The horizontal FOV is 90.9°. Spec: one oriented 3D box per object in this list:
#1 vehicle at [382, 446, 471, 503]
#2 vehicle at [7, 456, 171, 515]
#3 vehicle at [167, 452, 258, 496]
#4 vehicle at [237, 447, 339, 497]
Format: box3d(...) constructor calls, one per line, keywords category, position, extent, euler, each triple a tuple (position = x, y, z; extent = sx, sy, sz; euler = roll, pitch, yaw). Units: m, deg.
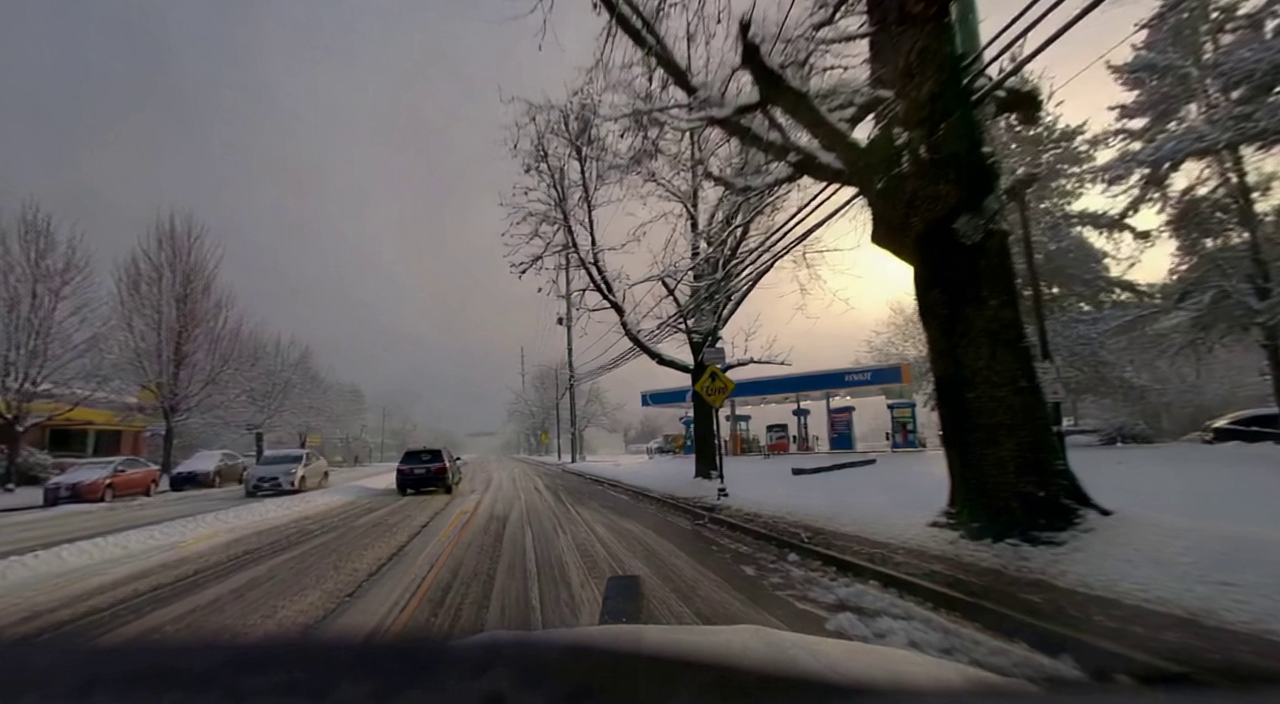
box3d(category="vehicle", position=(-6.385, 3.648, 19.323), extent=(2.073, 1.525, 3.968), euler=(1, -9, -12))
box3d(category="vehicle", position=(-19.767, 4.744, 23.006), extent=(2.276, 1.760, 4.779), euler=(1, -9, -11))
box3d(category="vehicle", position=(-23.022, 6.549, 34.239), extent=(2.336, 2.092, 4.625), euler=(1, -8, -11))
box3d(category="vehicle", position=(-13.073, 4.430, 23.777), extent=(2.129, 1.655, 4.442), euler=(2, -9, -13))
